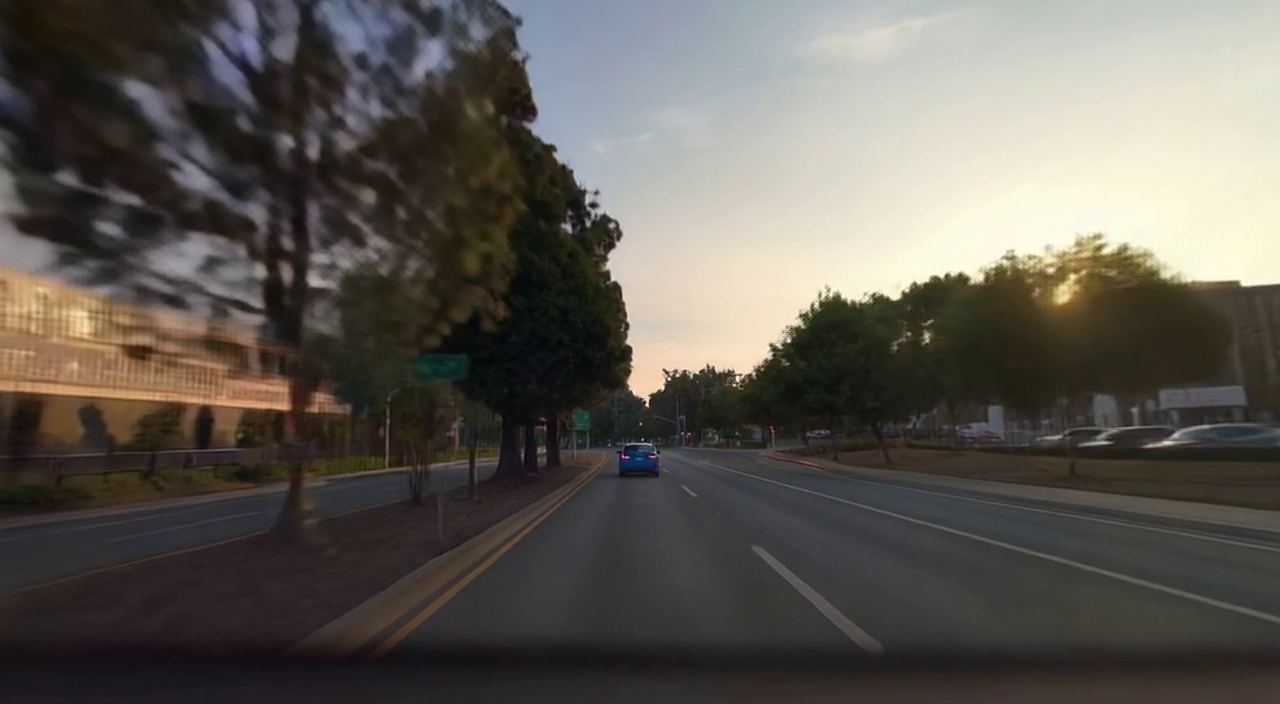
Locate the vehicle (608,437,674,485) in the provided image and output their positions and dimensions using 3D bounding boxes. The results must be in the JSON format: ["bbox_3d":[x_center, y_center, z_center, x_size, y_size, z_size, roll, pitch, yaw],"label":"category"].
[{"bbox_3d":[-0.007,3.730,21.990,2.042,1.479,4.601,0,-8,-1],"label":"vehicle"}]
